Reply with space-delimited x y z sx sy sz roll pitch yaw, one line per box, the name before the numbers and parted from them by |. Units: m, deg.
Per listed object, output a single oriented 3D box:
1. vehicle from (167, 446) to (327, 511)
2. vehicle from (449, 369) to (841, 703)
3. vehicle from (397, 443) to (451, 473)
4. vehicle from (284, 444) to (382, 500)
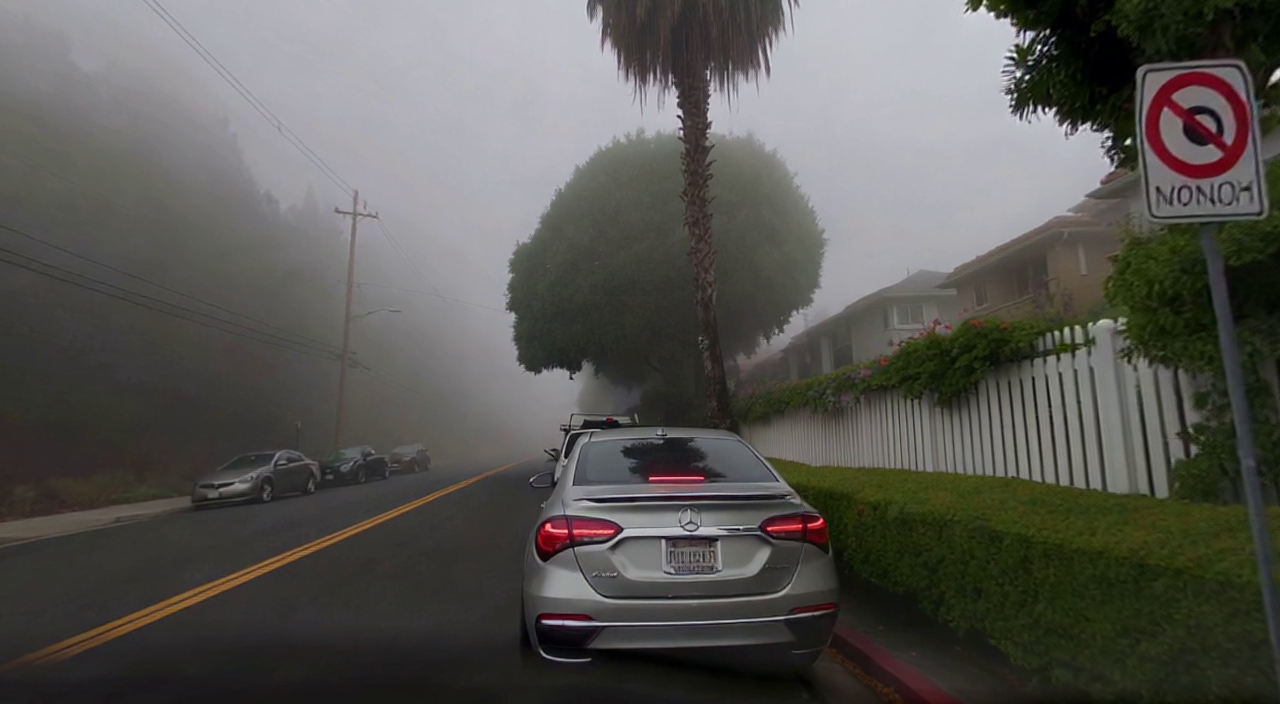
vehicle | -11.399 3.654 18.804 2.017 1.627 5.039 1 -8 -7
vehicle | -0.135 1.214 5.005 1.894 1.695 3.795 1 -8 -6
vehicle | -13.164 6.466 38.706 2.060 1.689 4.999 1 -8 -7
vehicle | -12.151 4.709 25.273 2.048 1.485 4.757 -4 -4 -7
